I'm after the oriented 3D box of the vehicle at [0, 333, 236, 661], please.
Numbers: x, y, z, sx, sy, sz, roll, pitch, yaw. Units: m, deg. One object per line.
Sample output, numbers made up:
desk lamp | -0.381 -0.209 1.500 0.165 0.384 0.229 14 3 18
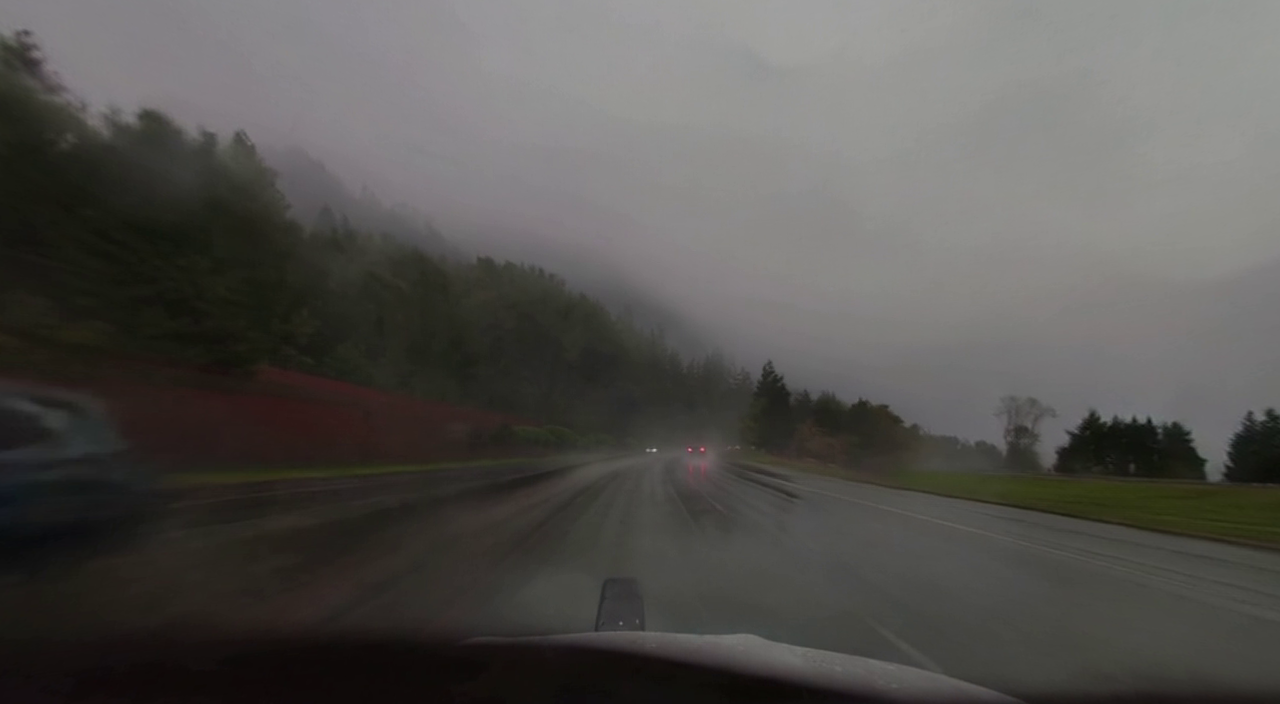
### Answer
vehicle | -5.206 0.785 3.106 2.533 2.001 5.922 0 -8 0
